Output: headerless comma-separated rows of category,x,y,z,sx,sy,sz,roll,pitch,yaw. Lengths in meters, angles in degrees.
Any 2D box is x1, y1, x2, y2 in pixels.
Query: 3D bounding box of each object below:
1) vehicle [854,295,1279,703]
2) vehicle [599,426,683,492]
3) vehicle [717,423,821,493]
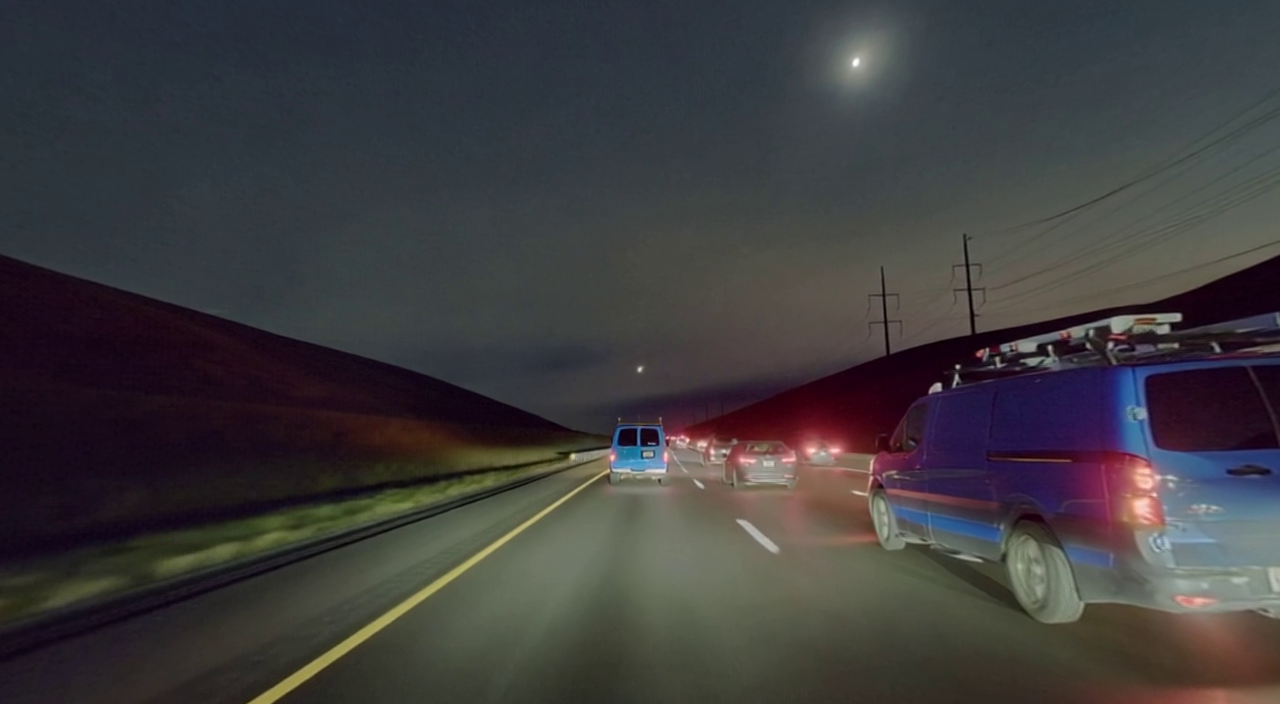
vehicle,3.903,1.030,4.540,2.691,1.901,5.744,0,-8,0
vehicle,0.053,3.226,19.331,2.268,1.772,4.523,0,-8,1
vehicle,3.634,3.095,18.750,2.139,1.821,4.480,0,-8,0
